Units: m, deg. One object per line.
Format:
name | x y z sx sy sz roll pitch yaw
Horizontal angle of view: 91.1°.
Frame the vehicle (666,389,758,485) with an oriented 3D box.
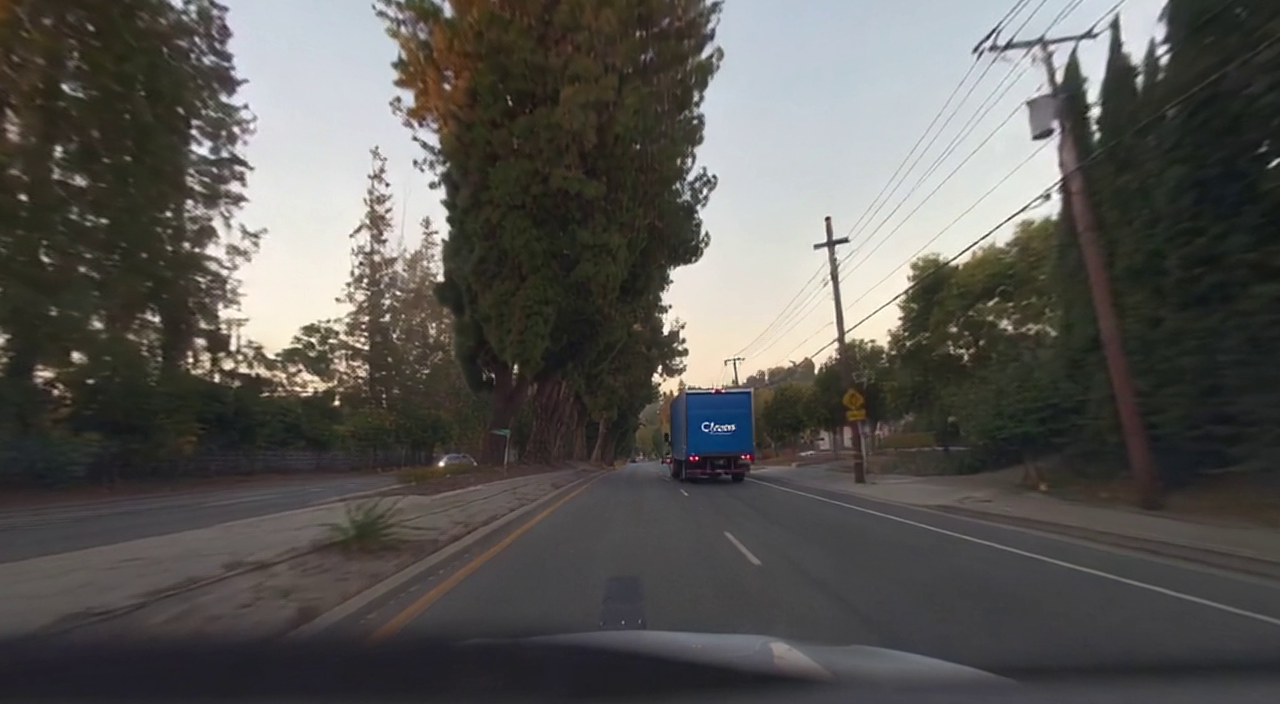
vehicle | 3.055 4.097 29.853 2.973 3.848 9.336 0 -9 -2
